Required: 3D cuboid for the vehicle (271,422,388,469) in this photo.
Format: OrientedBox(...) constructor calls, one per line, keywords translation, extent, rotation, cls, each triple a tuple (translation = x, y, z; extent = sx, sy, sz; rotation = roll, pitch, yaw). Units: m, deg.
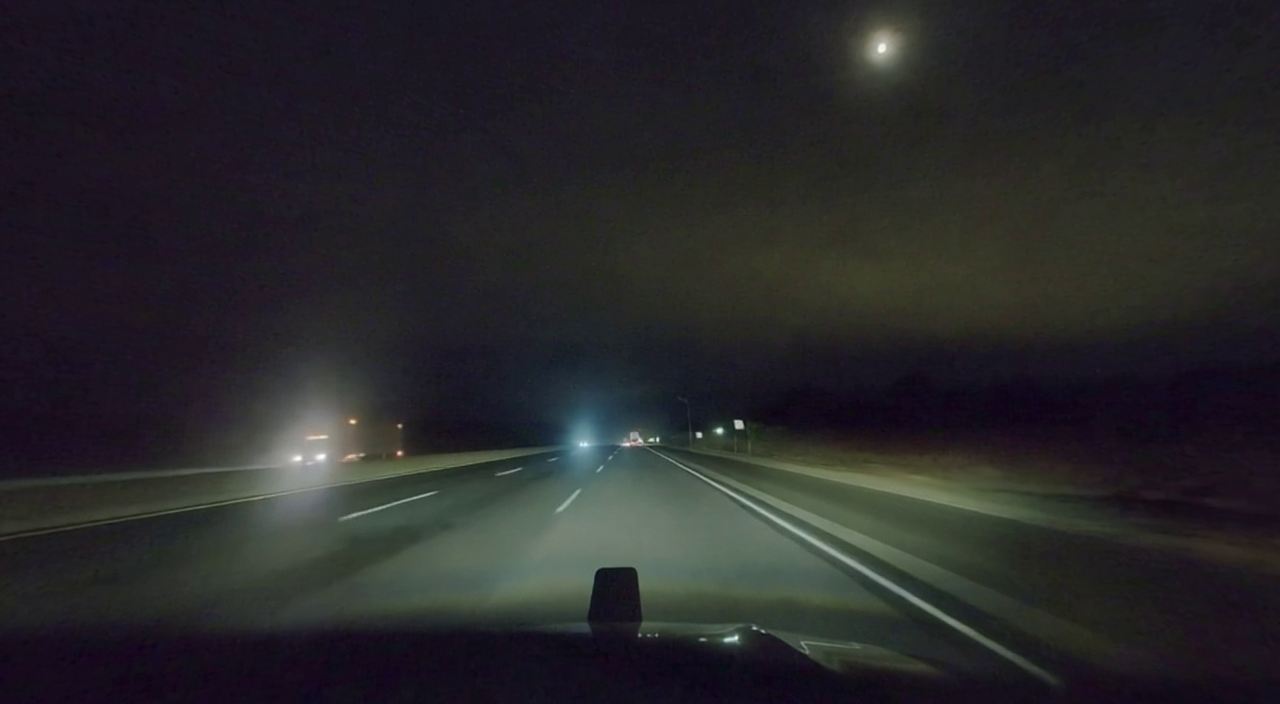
OrientedBox(translation=(-23.971, 7.299, 49.707), extent=(3.053, 3.257, 12.376), rotation=(0, -8, -1), cls="vehicle")
